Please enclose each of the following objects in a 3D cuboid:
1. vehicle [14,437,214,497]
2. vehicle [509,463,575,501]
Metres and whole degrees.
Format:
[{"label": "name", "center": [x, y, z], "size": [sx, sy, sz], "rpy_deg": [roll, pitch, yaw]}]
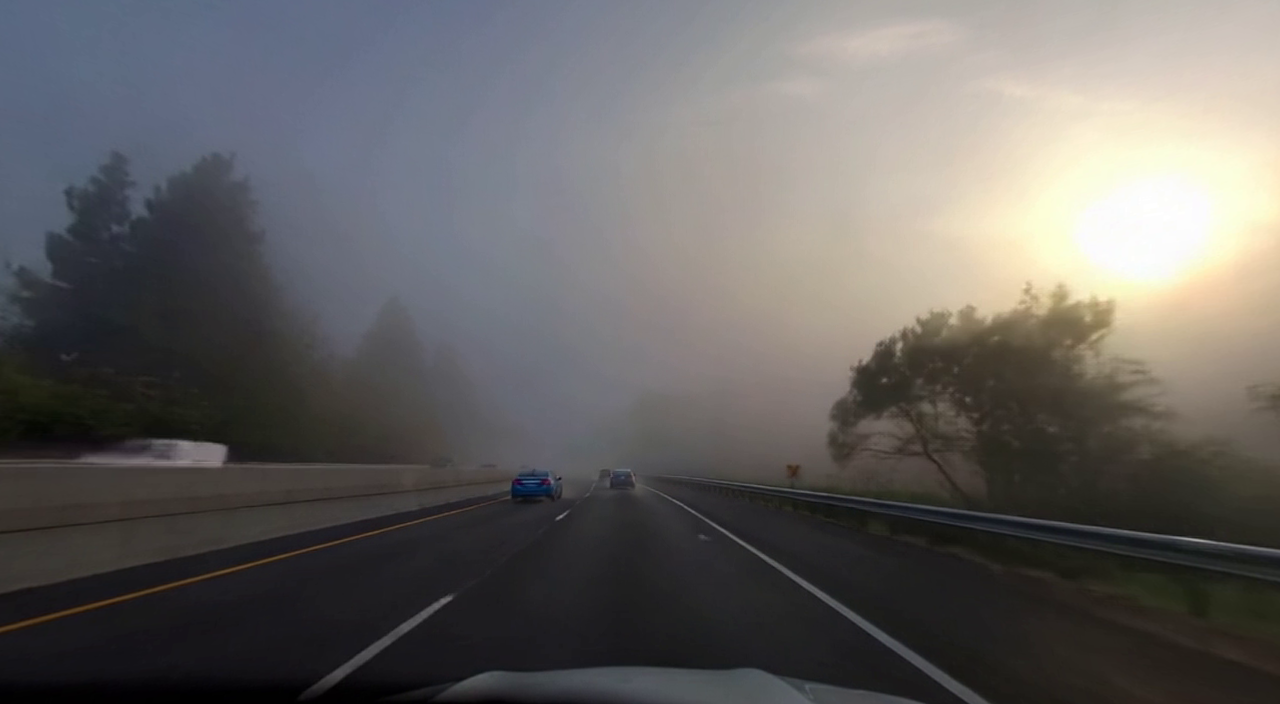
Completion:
[{"label": "vehicle", "center": [-16.617, 3.716, 20.371], "size": [2.289, 1.672, 4.818], "rpy_deg": [1, -11, -1]}, {"label": "vehicle", "center": [-4.274, 5.809, 28.341], "size": [2.310, 1.521, 4.731], "rpy_deg": [1, -11, -1]}]
